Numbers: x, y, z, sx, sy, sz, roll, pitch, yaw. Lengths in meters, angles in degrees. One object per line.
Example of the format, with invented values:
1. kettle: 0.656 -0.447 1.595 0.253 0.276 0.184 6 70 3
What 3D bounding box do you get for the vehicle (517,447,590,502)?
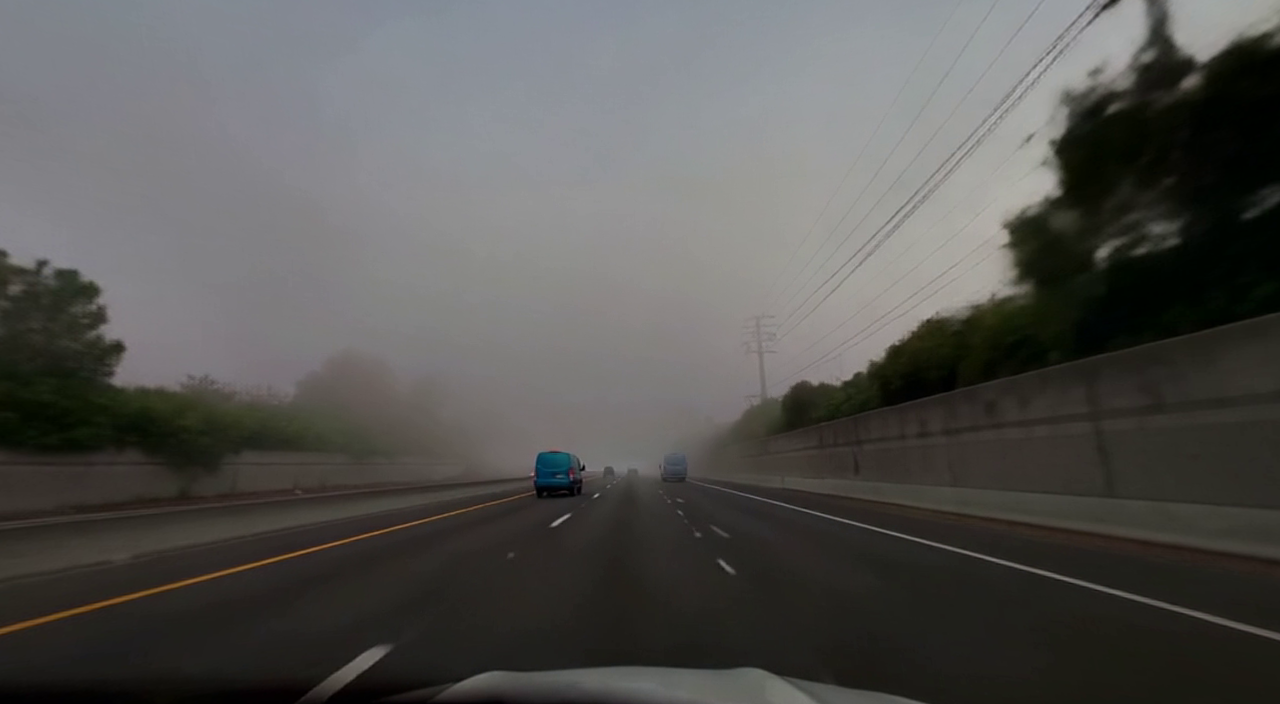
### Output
1. vehicle: -3.428 5.021 25.945 2.324 2.008 4.654 1 -11 0
